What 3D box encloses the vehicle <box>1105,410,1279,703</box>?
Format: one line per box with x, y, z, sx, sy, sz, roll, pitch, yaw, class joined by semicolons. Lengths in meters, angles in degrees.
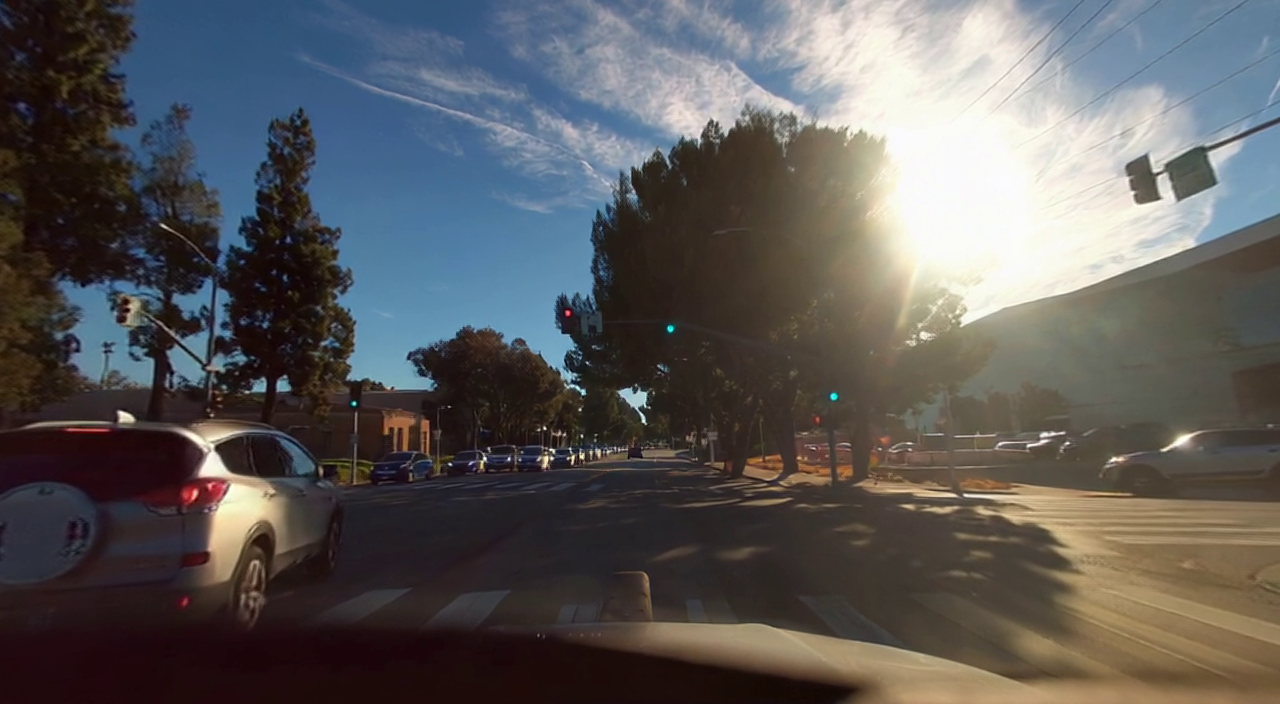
3.541;0.796;1.225;1.966;1.490;4.429;0;-8;1;vehicle

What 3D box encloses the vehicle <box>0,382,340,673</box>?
-4.613;1.411;6.199;2.000;1.789;4.638;2;-9;-13;vehicle

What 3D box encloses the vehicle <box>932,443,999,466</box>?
21.464;6.760;41.608;3.576;1.425;1.702;2;-8;-11;vehicle

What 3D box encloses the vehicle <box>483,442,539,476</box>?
-7.167;5.998;35.657;2.081;1.818;4.782;0;-8;1;vehicle

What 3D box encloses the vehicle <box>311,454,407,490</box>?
-13.392;5.735;30.413;2.011;1.480;4.747;-1;-8;7;vehicle

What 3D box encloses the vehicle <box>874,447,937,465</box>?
20.508;8.054;48.815;4.120;1.340;1.654;-1;-8;4;vehicle

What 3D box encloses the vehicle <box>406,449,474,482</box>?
-10.636;6.049;33.898;2.041;1.548;4.868;0;-8;0;vehicle
